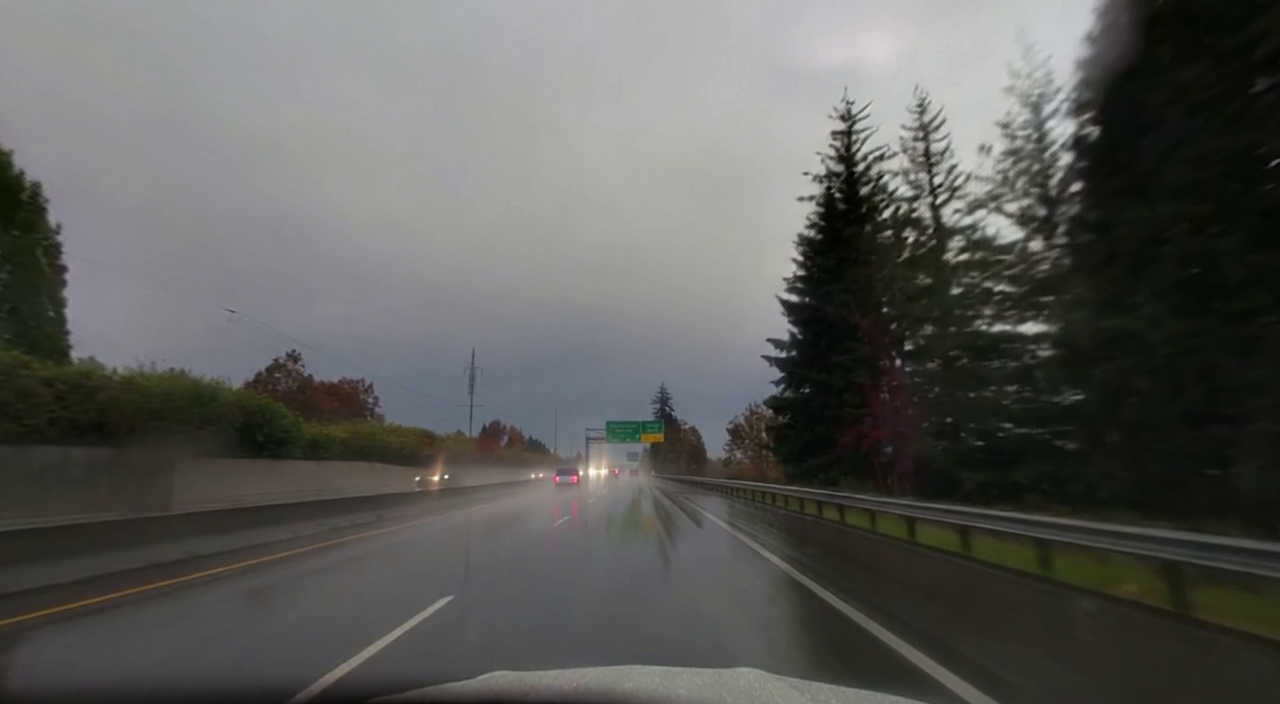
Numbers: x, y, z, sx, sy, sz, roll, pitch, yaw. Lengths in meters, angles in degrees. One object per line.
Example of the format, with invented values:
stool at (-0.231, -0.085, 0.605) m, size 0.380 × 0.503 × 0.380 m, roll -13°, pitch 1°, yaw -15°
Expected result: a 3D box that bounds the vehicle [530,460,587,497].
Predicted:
vehicle at (-4.043, 6.436, 32.169) m, size 2.239 × 1.687 × 4.598 m, roll 1°, pitch -10°, yaw 1°
